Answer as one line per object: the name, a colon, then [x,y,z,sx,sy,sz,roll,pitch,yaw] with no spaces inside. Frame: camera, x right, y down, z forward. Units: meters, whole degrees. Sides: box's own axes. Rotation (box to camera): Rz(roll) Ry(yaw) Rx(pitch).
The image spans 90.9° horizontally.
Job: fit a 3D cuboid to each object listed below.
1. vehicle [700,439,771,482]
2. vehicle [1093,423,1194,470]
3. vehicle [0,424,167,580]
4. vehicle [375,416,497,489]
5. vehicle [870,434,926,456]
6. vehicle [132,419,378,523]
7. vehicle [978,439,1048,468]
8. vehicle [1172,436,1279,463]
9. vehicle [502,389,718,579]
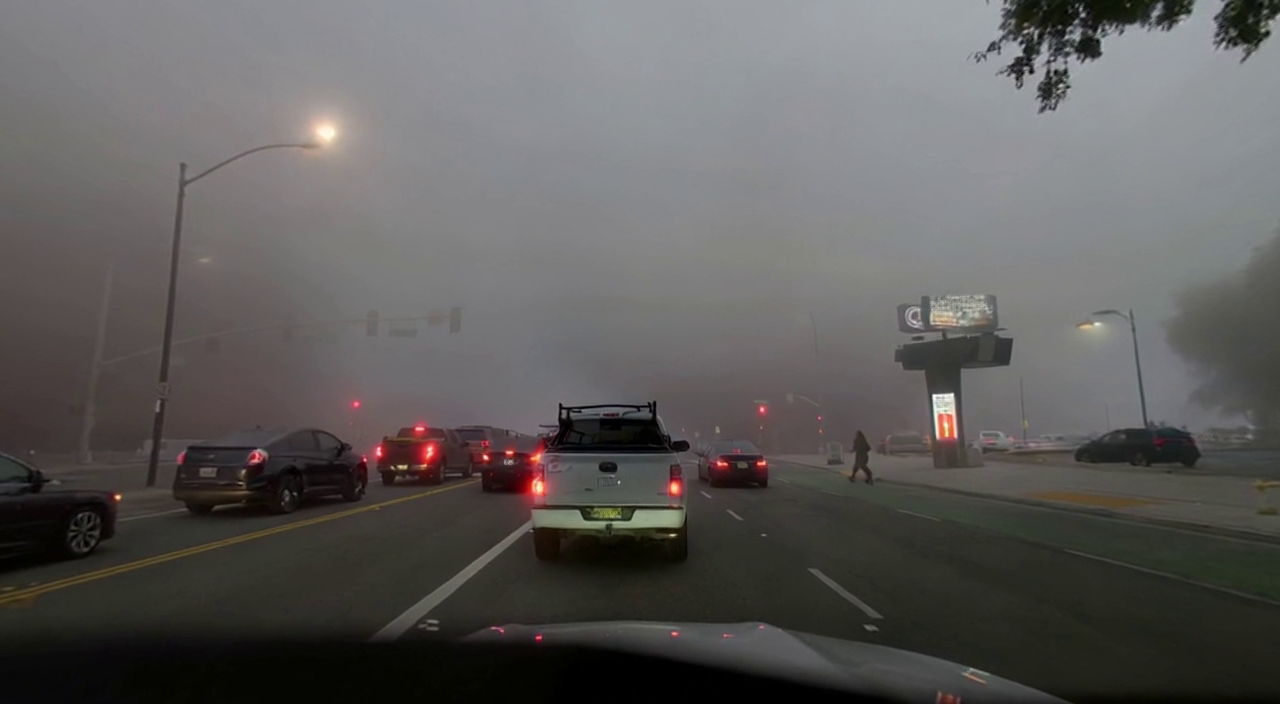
vehicle: [3.429,4.009,23.513,2.023,1.441,4.240,0,-8,1]
vehicle: [19.239,3.597,24.030,4.156,1.622,1.924,6,-11,-37]
vehicle: [-6.965,1.396,5.816,1.831,1.451,4.382,0,-8,-1]
vehicle: [-6.476,3.264,20.681,2.496,2.112,4.351,0,-8,0]
vehicle: [20.102,7.255,49.046,4.361,1.653,2.034,6,-11,-37]
vehicle: [-7.162,2.258,12.458,1.941,1.655,4.503,0,-8,1]
vehicle: [20.103,5.405,33.916,3.836,1.443,1.694,5,-10,-35]
vehicle: [29.690,4.891,31.680,4.176,1.313,1.719,0,-8,2]
vehicle: [-0.313,1.588,8.279,2.064,1.817,4.298,0,-8,-1]
